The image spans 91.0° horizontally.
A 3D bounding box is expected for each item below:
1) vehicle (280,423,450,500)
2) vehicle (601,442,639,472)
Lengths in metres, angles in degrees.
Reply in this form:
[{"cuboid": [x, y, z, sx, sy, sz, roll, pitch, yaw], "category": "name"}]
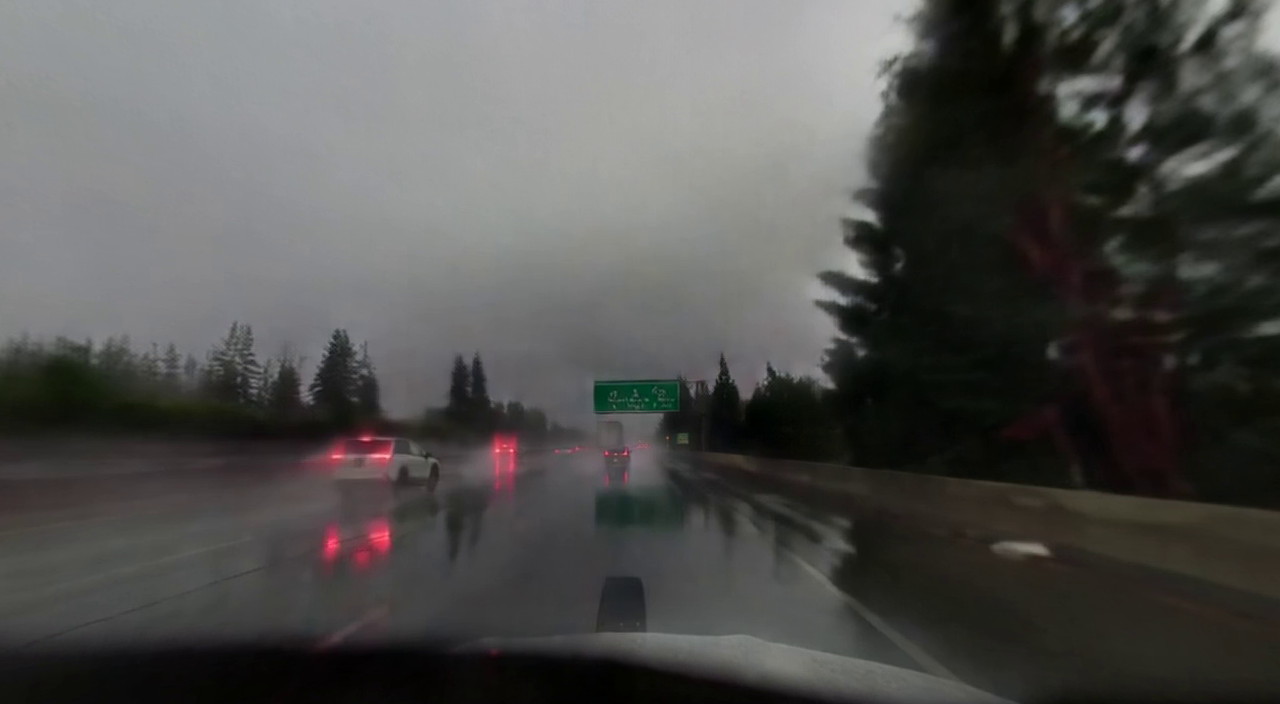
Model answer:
[{"cuboid": [-7.337, 2.987, 17.665, 2.115, 1.778, 5.572, 0, -8, 1], "category": "vehicle"}, {"cuboid": [-1.040, 5.794, 34.994, 1.931, 1.528, 4.126, 0, -8, 1], "category": "vehicle"}]
